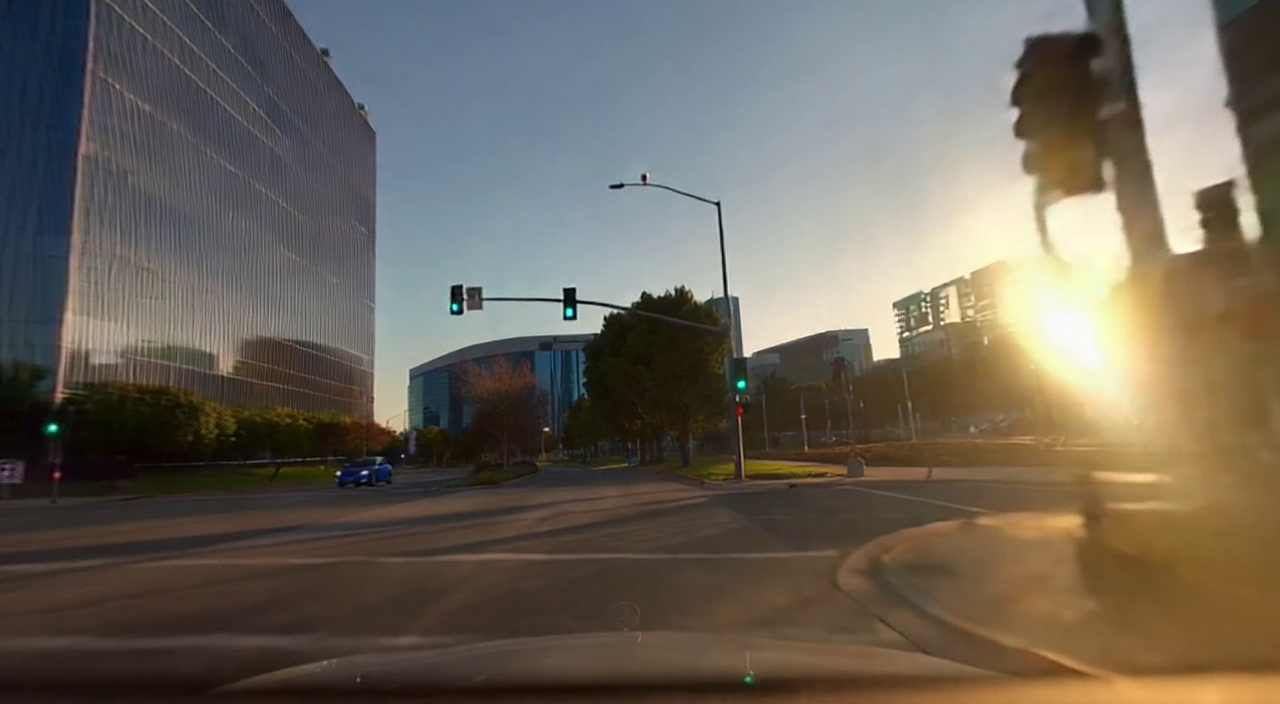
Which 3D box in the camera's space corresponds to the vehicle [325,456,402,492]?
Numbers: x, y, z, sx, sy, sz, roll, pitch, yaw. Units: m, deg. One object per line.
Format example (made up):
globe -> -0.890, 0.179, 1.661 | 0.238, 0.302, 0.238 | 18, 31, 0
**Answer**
vehicle -> -12.840, 5.659, 29.560 | 1.906, 1.502, 4.396 | 1, -9, -5
